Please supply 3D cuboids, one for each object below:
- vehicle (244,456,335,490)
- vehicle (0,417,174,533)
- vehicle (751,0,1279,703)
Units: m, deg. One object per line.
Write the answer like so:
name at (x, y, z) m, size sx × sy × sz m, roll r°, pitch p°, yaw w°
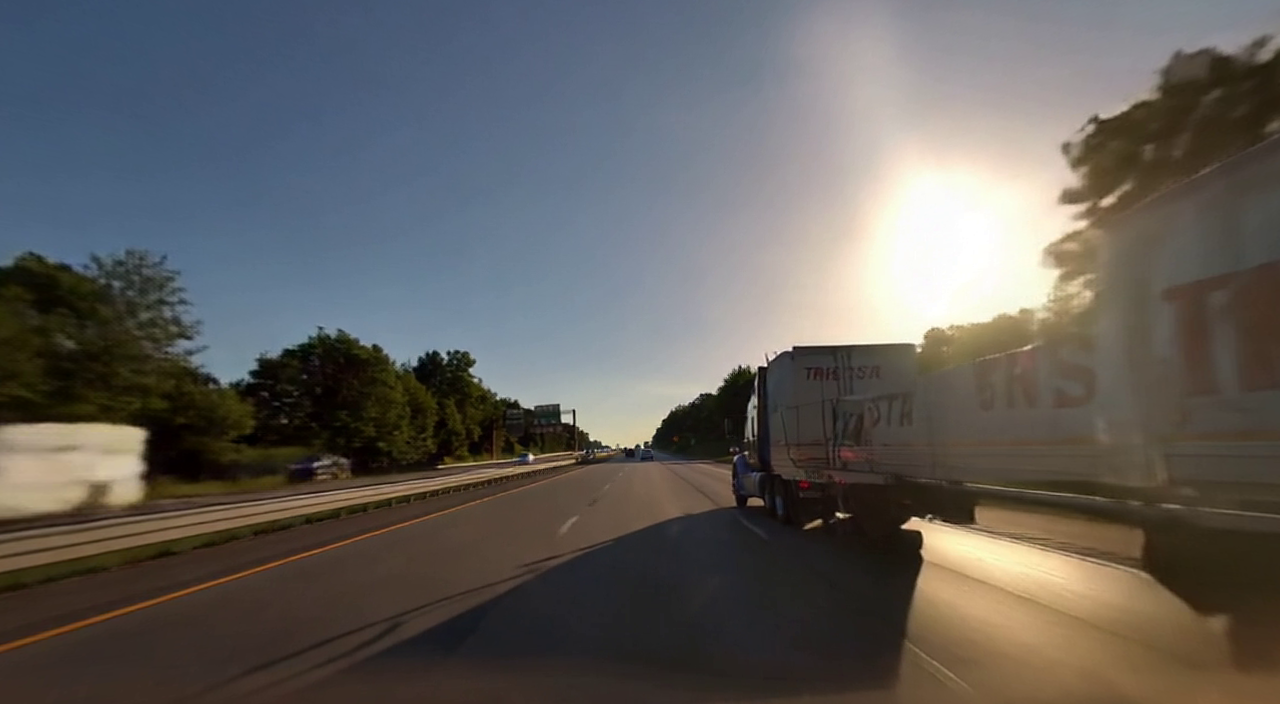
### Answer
vehicle at (-18.648, 6.436, 33.807) m, size 1.960 × 1.618 × 4.853 m, roll 0°, pitch -9°, yaw 2°
vehicle at (-15.217, 2.983, 15.558) m, size 2.441 × 2.500 × 6.307 m, roll 0°, pitch -9°, yaw 1°
vehicle at (4.077, 0.423, 7.252) m, size 2.947 × 4.020 × 14.220 m, roll 0°, pitch -9°, yaw 0°
